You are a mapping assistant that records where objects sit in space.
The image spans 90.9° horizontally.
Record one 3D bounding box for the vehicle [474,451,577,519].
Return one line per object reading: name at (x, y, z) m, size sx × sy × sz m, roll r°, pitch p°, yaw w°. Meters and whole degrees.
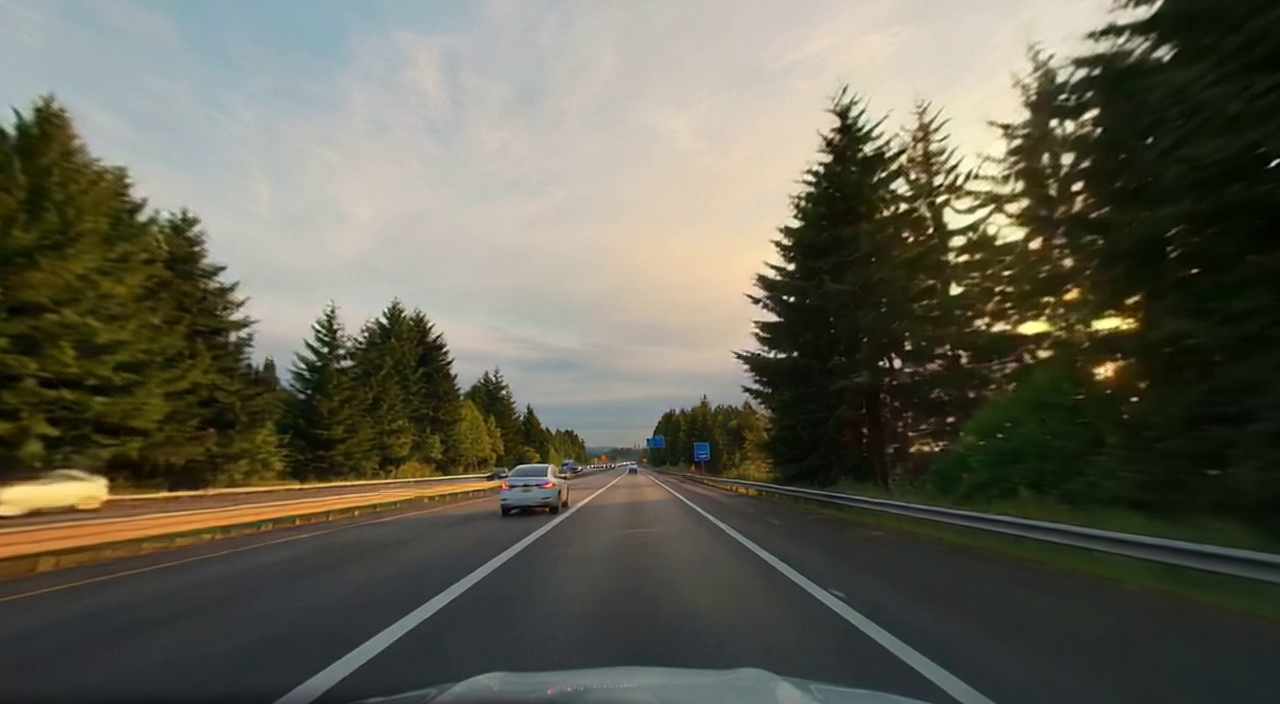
vehicle at (-3.088, 3.733, 17.966) m, size 2.104 × 1.655 × 4.039 m, roll 0°, pitch -10°, yaw 1°
